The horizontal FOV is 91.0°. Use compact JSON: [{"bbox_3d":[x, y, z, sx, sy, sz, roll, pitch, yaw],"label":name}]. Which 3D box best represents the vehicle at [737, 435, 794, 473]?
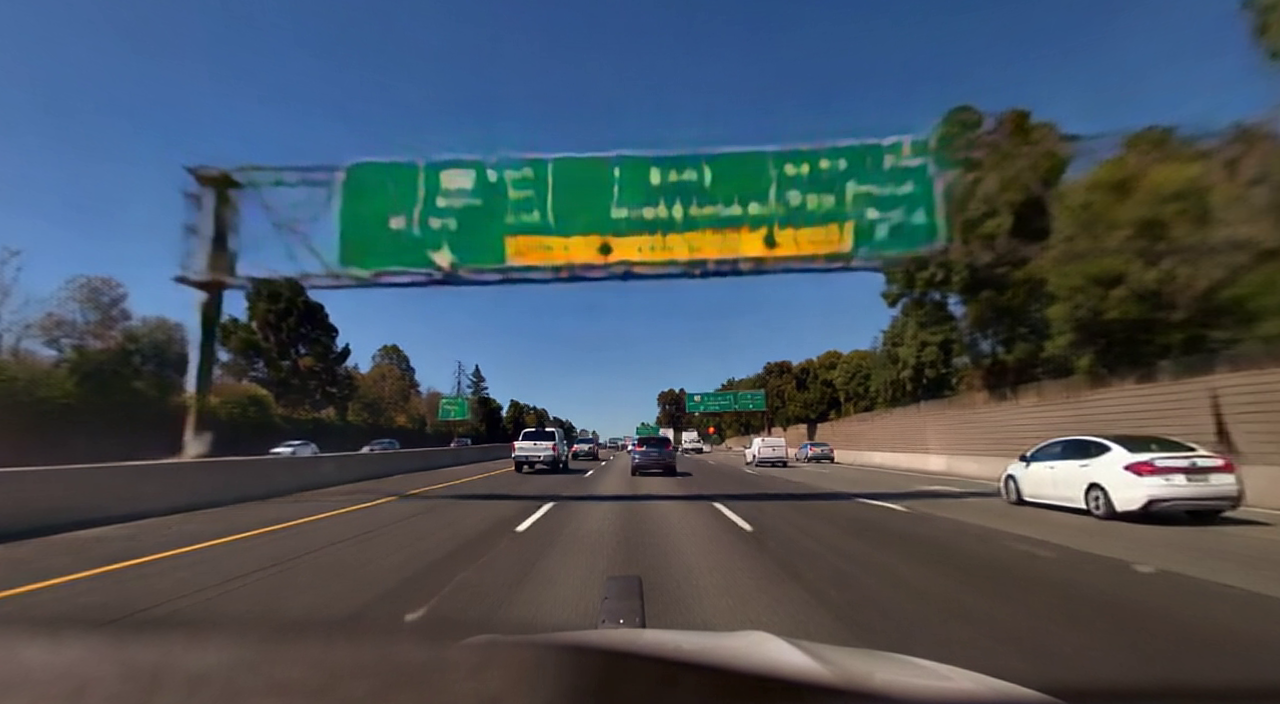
[{"bbox_3d":[6.120,5.020,31.144,2.022,1.682,4.226,0,-9,1],"label":"vehicle"}]

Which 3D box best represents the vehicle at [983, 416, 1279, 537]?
[{"bbox_3d":[7.716,1.930,10.273,1.989,1.569,3.964,0,-9,0],"label":"vehicle"}]

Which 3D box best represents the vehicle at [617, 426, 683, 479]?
[{"bbox_3d":[0.377,3.654,23.062,2.181,1.728,3.970,0,-9,1],"label":"vehicle"}]

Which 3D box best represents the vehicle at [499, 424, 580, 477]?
[{"bbox_3d":[-3.667,3.724,23.933,2.199,1.777,4.790,0,-9,1],"label":"vehicle"}]

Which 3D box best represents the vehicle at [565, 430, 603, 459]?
[{"bbox_3d":[-4.250,7.189,48.941,2.317,2.049,5.746,0,-9,1],"label":"vehicle"}]

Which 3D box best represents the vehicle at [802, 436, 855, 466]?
[{"bbox_3d":[11.921,6.287,40.071,2.010,1.765,4.375,0,-9,0],"label":"vehicle"}]
